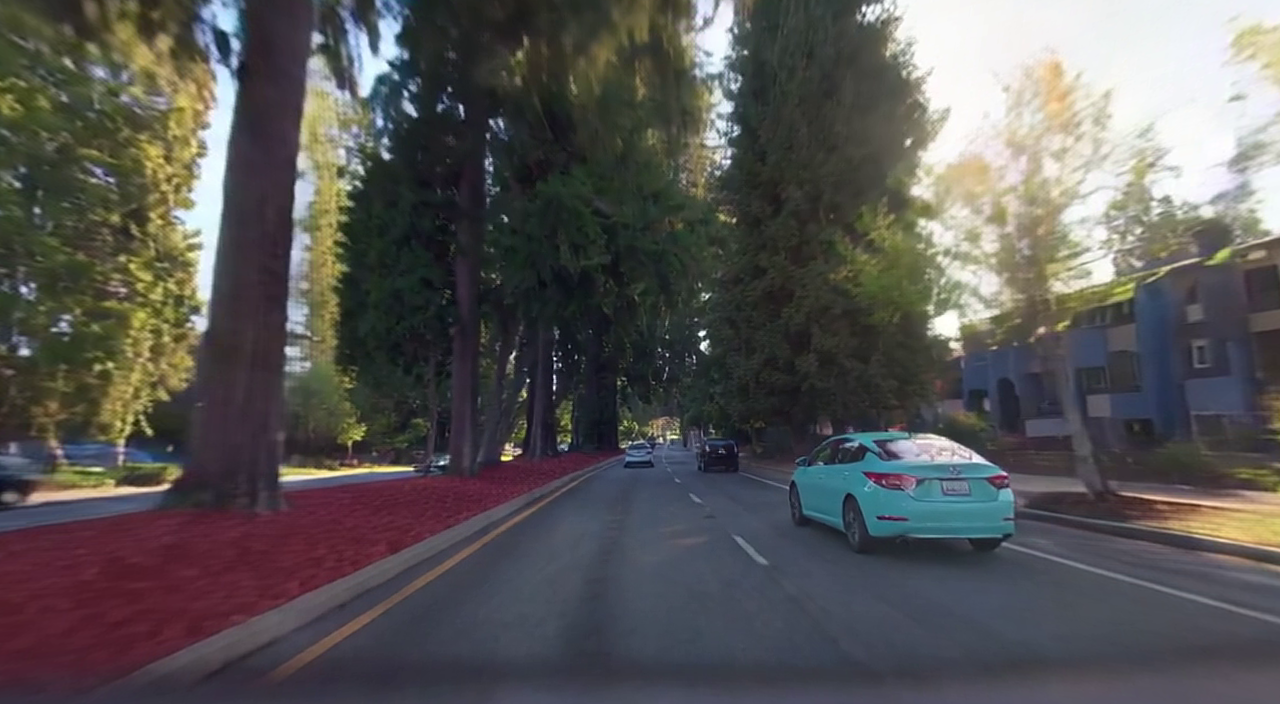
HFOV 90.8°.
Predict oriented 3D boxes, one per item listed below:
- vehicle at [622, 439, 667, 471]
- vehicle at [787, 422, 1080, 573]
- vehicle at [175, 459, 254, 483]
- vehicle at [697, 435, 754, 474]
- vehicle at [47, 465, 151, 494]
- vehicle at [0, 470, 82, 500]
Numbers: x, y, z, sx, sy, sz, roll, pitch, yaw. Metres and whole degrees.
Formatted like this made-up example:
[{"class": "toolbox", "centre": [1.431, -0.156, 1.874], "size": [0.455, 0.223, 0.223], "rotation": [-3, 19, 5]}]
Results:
[{"class": "vehicle", "centre": [0.234, 5.136, 31.677], "size": [2.082, 1.473, 4.028], "rotation": [0, -8, 1]}, {"class": "vehicle", "centre": [3.488, 1.796, 8.589], "size": [1.985, 1.529, 4.147], "rotation": [0, -8, 0]}, {"class": "vehicle", "centre": [-30.706, 8.597, 45.675], "size": [4.279, 1.438, 2.037], "rotation": [-3, -9, 3]}, {"class": "vehicle", "centre": [3.926, 4.787, 29.697], "size": [2.074, 1.652, 4.340], "rotation": [0, -9, 0]}, {"class": "vehicle", "centre": [-31.962, 7.520, 37.405], "size": [4.432, 1.535, 1.866], "rotation": [0, -8, 2]}, {"class": "vehicle", "centre": [-31.283, 6.771, 32.220], "size": [3.757, 1.391, 2.001], "rotation": [-1, -9, 2]}]
